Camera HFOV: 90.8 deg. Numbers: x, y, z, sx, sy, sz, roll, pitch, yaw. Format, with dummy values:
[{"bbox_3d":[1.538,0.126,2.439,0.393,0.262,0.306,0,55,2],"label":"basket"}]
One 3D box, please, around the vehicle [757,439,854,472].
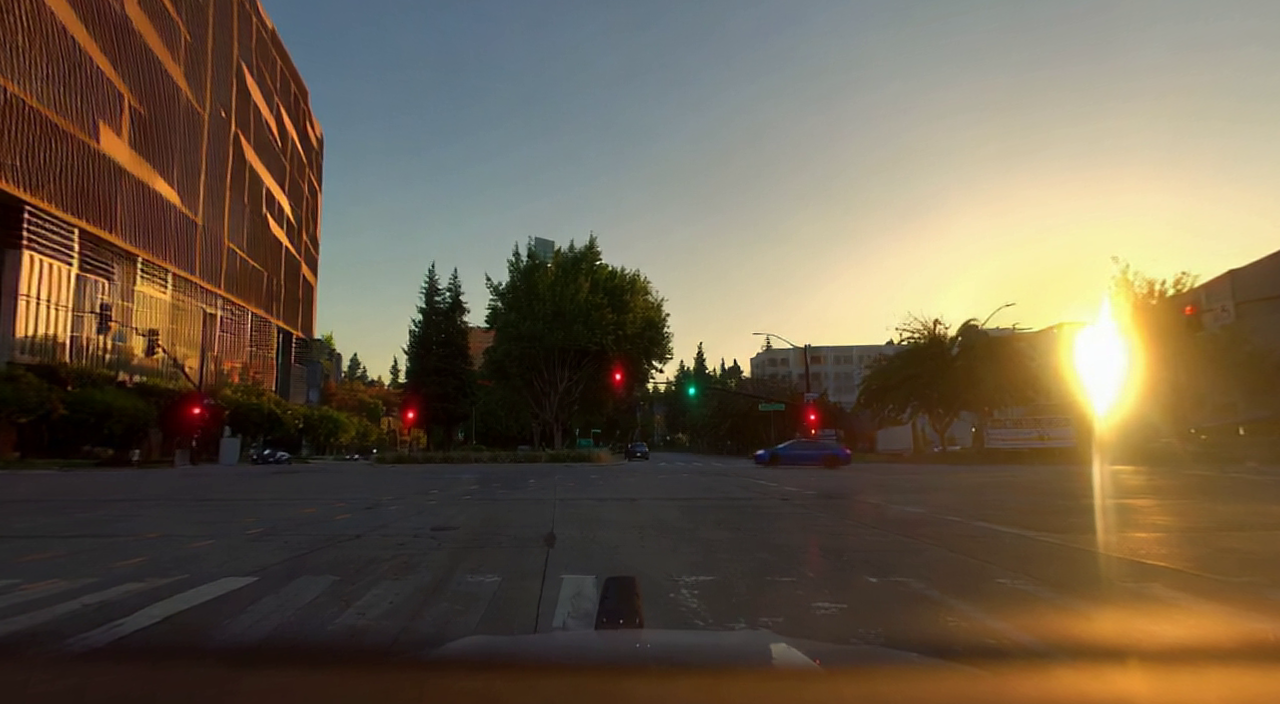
[{"bbox_3d":[8.937,5.582,34.306,4.639,1.699,2.030,0,-9,-4],"label":"vehicle"}]
